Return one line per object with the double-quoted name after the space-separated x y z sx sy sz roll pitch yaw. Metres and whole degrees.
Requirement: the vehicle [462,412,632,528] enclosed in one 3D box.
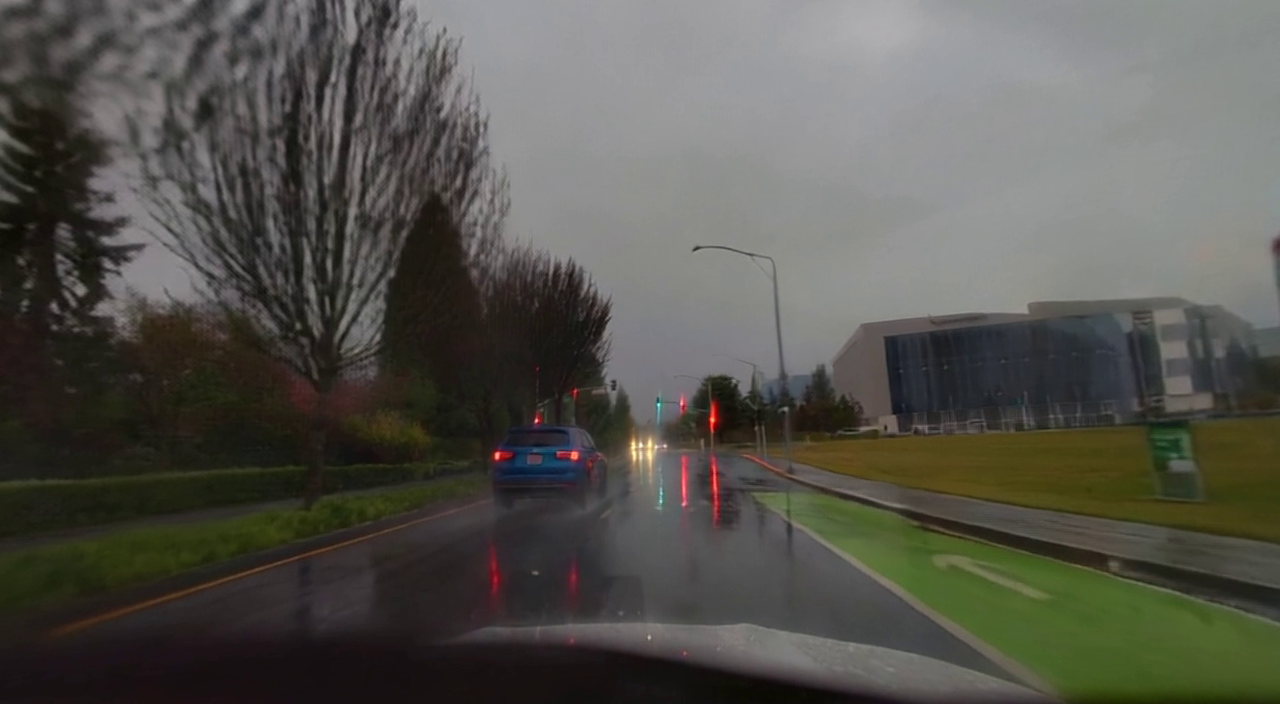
-1.587 2.276 12.659 2.339 1.790 4.629 -3 -9 4 "vehicle"
